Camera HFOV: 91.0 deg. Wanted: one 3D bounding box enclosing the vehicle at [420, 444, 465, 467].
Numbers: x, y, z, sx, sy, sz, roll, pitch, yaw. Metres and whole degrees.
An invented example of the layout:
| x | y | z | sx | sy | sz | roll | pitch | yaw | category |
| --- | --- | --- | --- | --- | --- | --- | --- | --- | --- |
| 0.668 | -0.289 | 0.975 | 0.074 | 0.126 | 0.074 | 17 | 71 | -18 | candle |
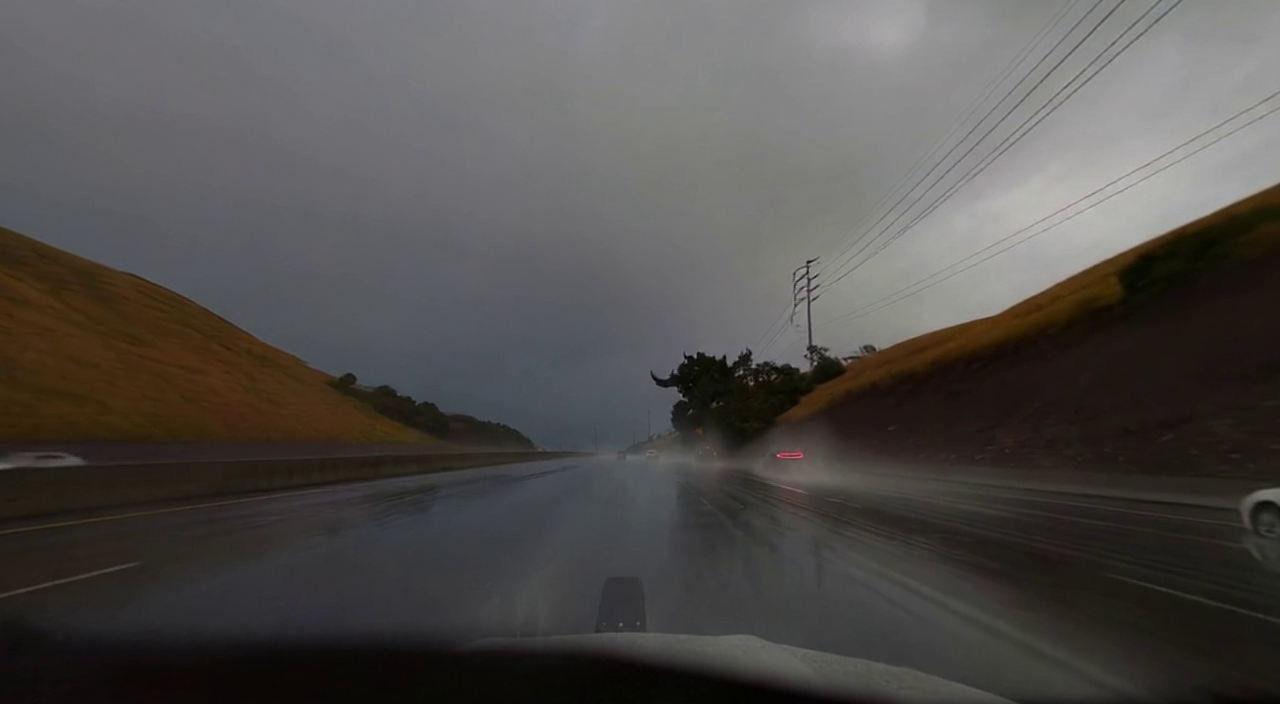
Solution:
| x | y | z | sx | sy | sz | roll | pitch | yaw | category |
| --- | --- | --- | --- | --- | --- | --- | --- | --- | --- |
| -14.648 | 7.681 | 46.970 | 1.871 | 1.589 | 4.446 | 0 | -9 | 1 | vehicle |

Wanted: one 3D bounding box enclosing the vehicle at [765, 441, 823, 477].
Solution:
| x | y | z | sx | sy | sz | roll | pitch | yaw | category |
| --- | --- | --- | --- | --- | --- | --- | --- | --- | --- |
| 8.543 | 5.964 | 35.317 | 2.108 | 1.870 | 4.435 | 0 | -9 | -1 | vehicle |
